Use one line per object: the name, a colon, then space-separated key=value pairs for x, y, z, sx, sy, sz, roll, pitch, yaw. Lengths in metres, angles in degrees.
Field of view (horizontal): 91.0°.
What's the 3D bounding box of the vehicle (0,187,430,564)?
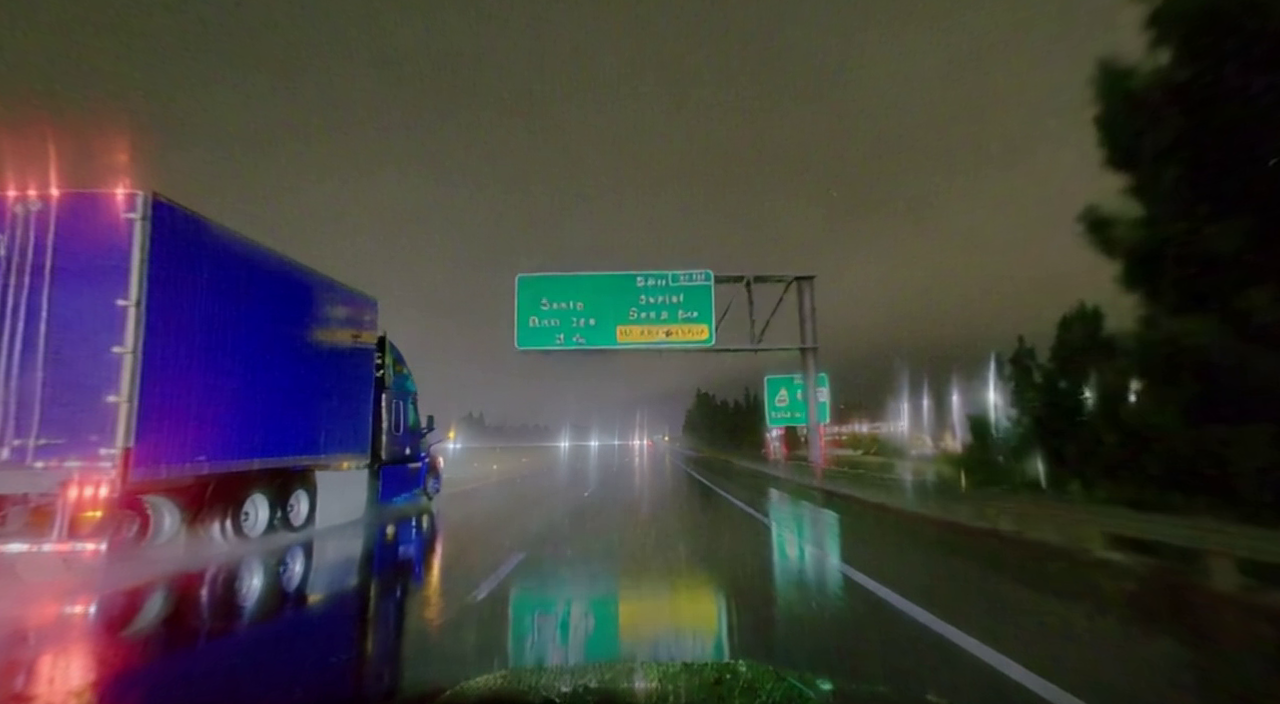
vehicle: x=-6.786 y=0.785 z=10.855 sx=2.996 sy=3.947 sz=8.600 roll=0 pitch=-8 yaw=2
